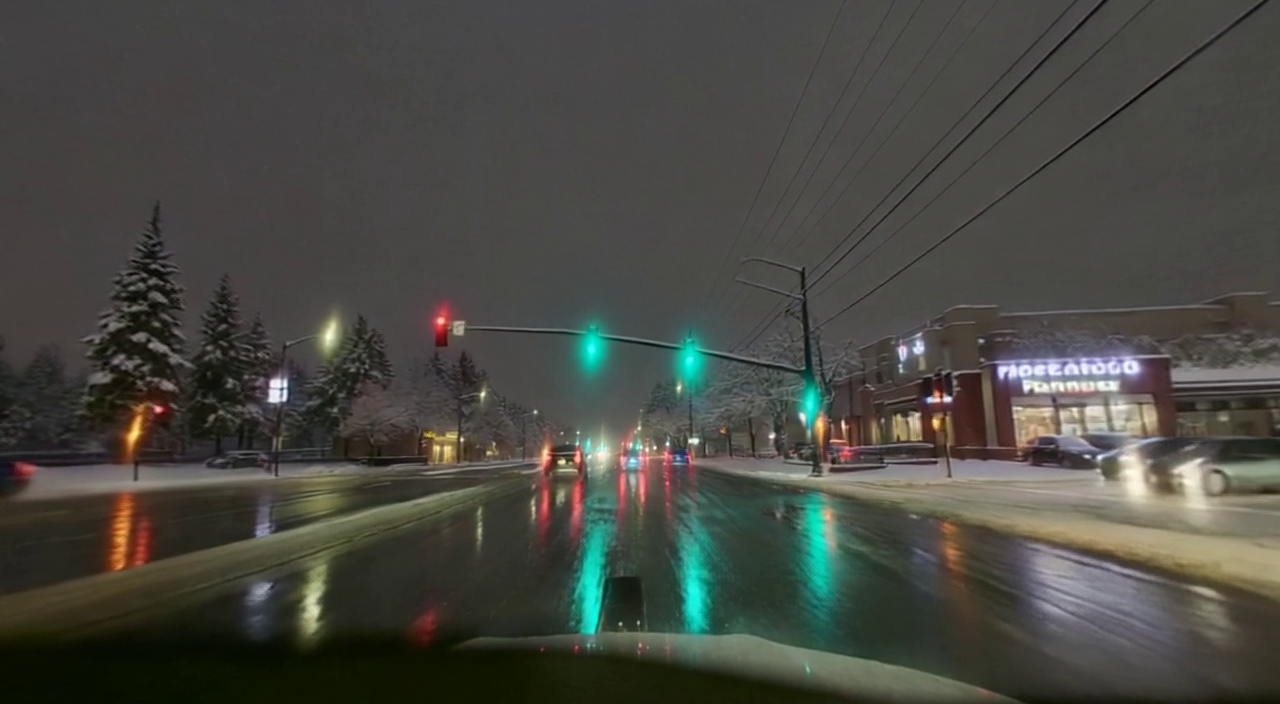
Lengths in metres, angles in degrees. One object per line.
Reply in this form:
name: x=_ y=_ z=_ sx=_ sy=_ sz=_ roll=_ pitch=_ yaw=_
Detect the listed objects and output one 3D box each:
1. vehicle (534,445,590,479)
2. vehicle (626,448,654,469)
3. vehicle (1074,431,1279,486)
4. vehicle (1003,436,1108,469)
vehicle: x=-3.736 y=5.388 z=31.288 sx=2.035 sy=1.564 sz=4.702 roll=-1 pitch=-8 yaw=2
vehicle: x=-0.038 y=8.022 z=47.712 sx=2.072 sy=1.473 sz=4.139 roll=0 pitch=-9 yaw=-1
vehicle: x=16.567 y=3.238 z=19.351 sx=4.810 sy=1.529 sz=2.142 roll=-2 pitch=-9 yaw=9
vehicle: x=20.764 y=5.049 z=31.891 sx=1.967 sy=1.540 sz=4.966 roll=0 pitch=-8 yaw=1
